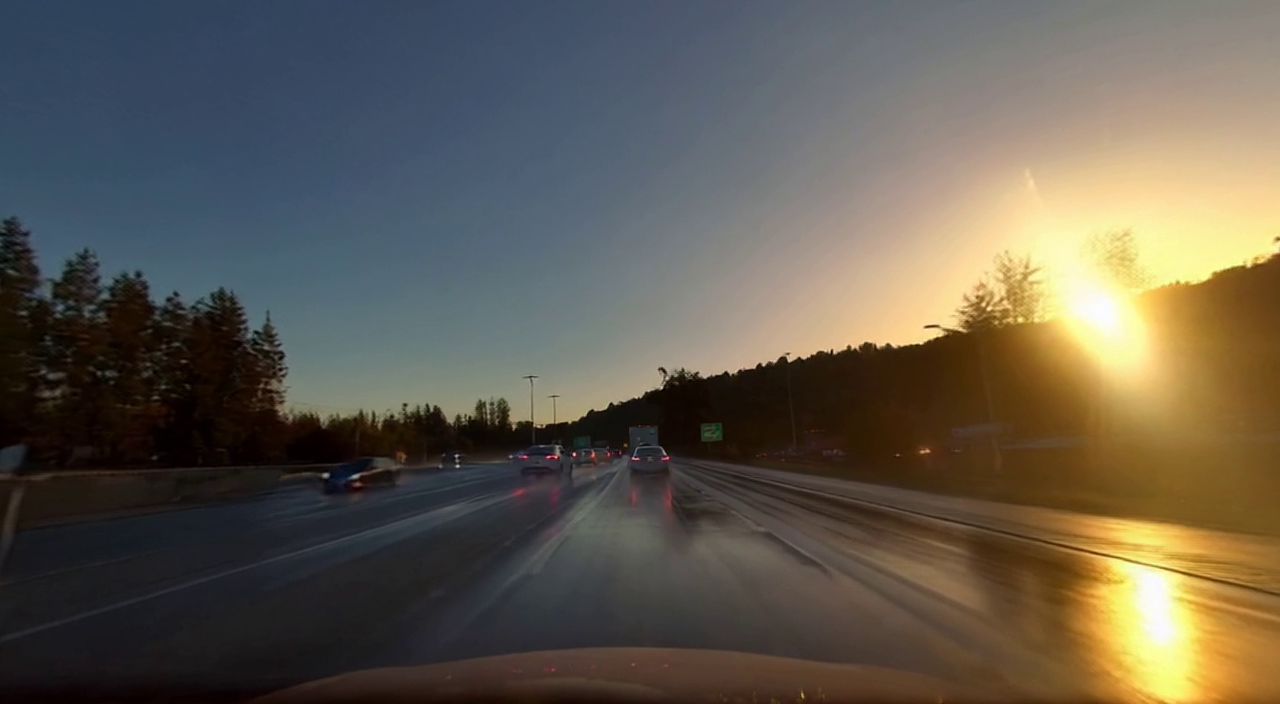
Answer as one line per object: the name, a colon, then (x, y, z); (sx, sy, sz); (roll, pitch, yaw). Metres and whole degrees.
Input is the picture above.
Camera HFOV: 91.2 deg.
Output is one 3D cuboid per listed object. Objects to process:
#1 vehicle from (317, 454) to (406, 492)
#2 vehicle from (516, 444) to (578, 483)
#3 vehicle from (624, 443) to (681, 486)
vehicle: (-12.483, 5.443, 28.467); (1.954, 1.514, 4.517); (-1, -9, 0)
vehicle: (-3.875, 4.762, 26.983); (1.940, 1.502, 4.463); (-1, -9, 1)
vehicle: (0.416, 4.366, 24.616); (2.015, 1.526, 4.286); (0, -9, -1)
